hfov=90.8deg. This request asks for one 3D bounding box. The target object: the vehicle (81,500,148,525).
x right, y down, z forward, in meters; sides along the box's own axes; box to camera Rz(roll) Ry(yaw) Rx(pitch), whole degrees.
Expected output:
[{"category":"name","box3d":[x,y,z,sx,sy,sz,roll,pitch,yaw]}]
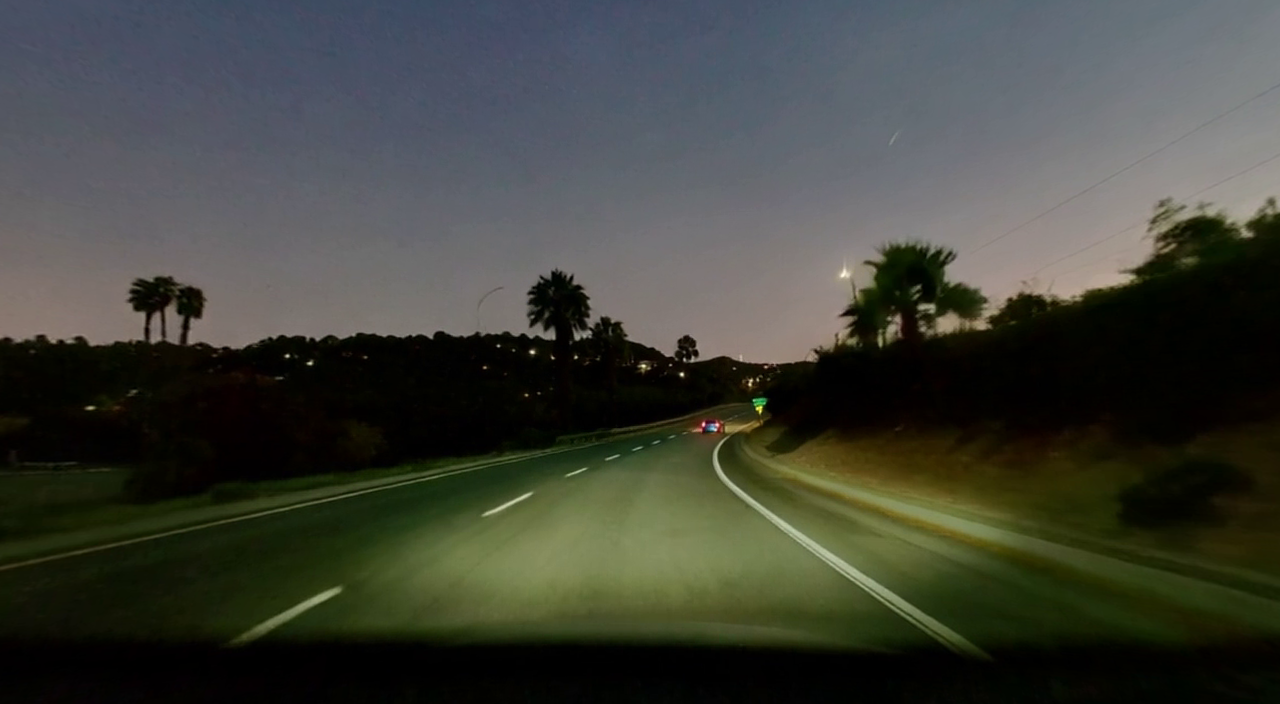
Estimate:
[{"category":"vehicle","box3d":[-41.140,12.544,49.529,1.772,1.502,4.002,-1,-8,0]}]

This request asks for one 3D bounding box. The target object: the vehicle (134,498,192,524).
[{"category":"vehicle","box3d":[-37.136,12.390,49.303,1.762,1.478,3.670,5,-9,-5]}]
